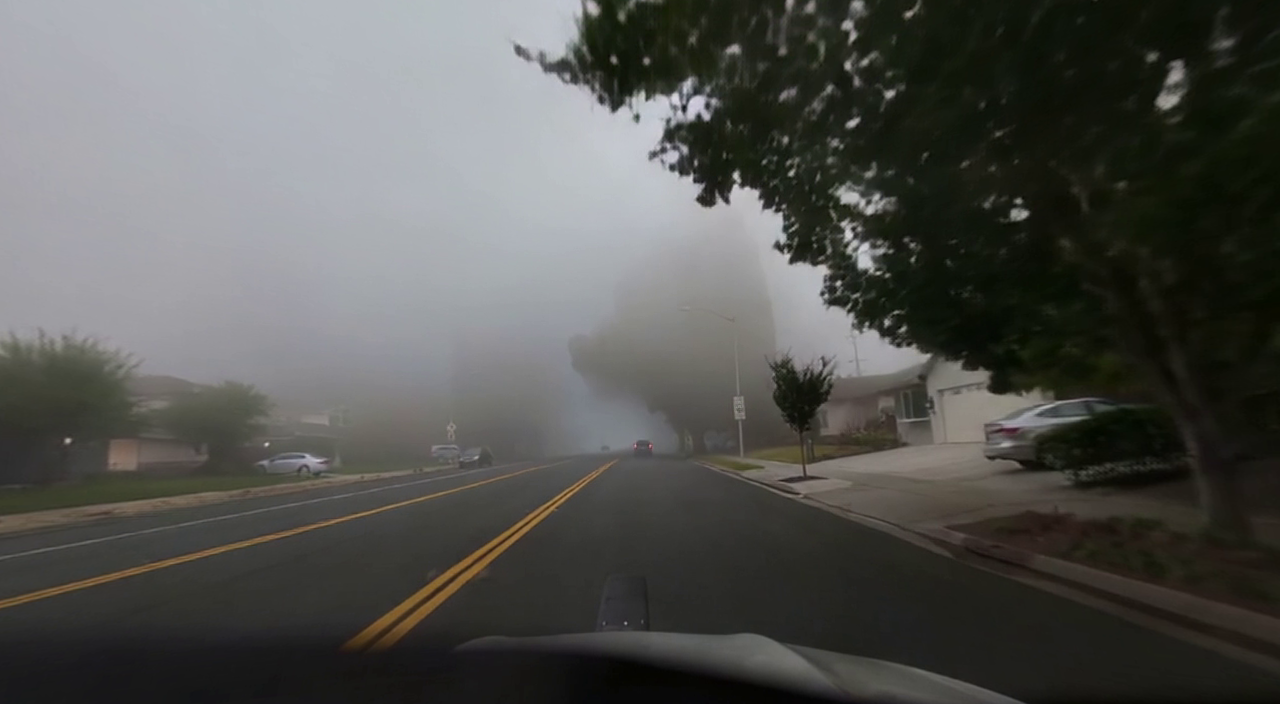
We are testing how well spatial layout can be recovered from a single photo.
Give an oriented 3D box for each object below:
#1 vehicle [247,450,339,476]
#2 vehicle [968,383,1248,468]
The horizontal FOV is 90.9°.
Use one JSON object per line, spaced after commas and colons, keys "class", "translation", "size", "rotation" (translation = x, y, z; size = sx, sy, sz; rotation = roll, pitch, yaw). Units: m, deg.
{"class": "vehicle", "translation": [-22.688, 7.284, 41.379], "size": [4.791, 1.564, 2.125], "rotation": [0, -8, -5]}
{"class": "vehicle", "translation": [11.200, 1.874, 15.579], "size": [4.996, 1.563, 1.984], "rotation": [-6, -10, 14]}
